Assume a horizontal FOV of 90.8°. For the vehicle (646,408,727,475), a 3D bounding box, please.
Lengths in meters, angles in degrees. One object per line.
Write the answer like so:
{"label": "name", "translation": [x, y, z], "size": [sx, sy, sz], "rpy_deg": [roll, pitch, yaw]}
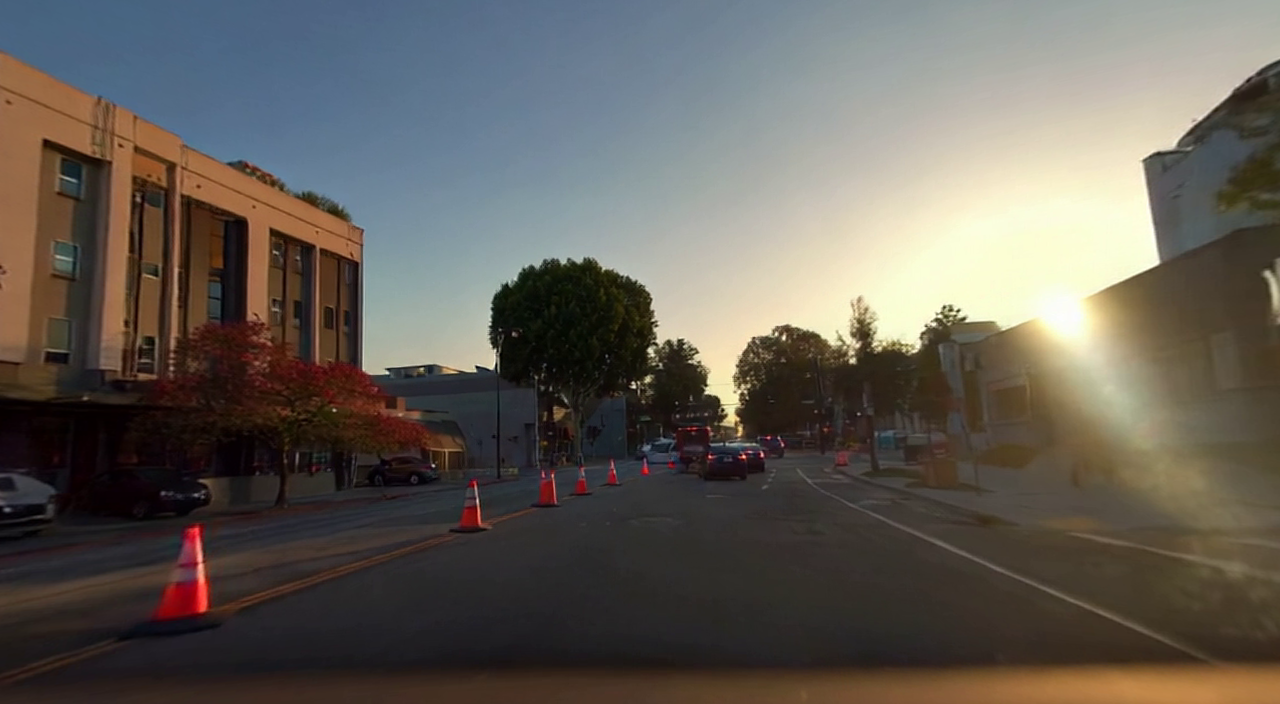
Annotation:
{"label": "vehicle", "translation": [3.133, 5.343, 37.578], "size": [2.977, 3.271, 12.748], "rpy_deg": [-2, -9, 12]}

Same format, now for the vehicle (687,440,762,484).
{"label": "vehicle", "translation": [3.085, 4.150, 24.070], "size": [2.159, 1.506, 4.086], "rpy_deg": [0, -9, -2]}

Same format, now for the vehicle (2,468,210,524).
{"label": "vehicle", "translation": [-16.528, 4.418, 19.680], "size": [4.952, 1.510, 2.115], "rpy_deg": [-2, -9, 10]}

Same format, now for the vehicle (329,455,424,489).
{"label": "vehicle", "translation": [-14.444, 6.556, 34.694], "size": [4.397, 1.698, 1.932], "rpy_deg": [-2, -9, 11]}
